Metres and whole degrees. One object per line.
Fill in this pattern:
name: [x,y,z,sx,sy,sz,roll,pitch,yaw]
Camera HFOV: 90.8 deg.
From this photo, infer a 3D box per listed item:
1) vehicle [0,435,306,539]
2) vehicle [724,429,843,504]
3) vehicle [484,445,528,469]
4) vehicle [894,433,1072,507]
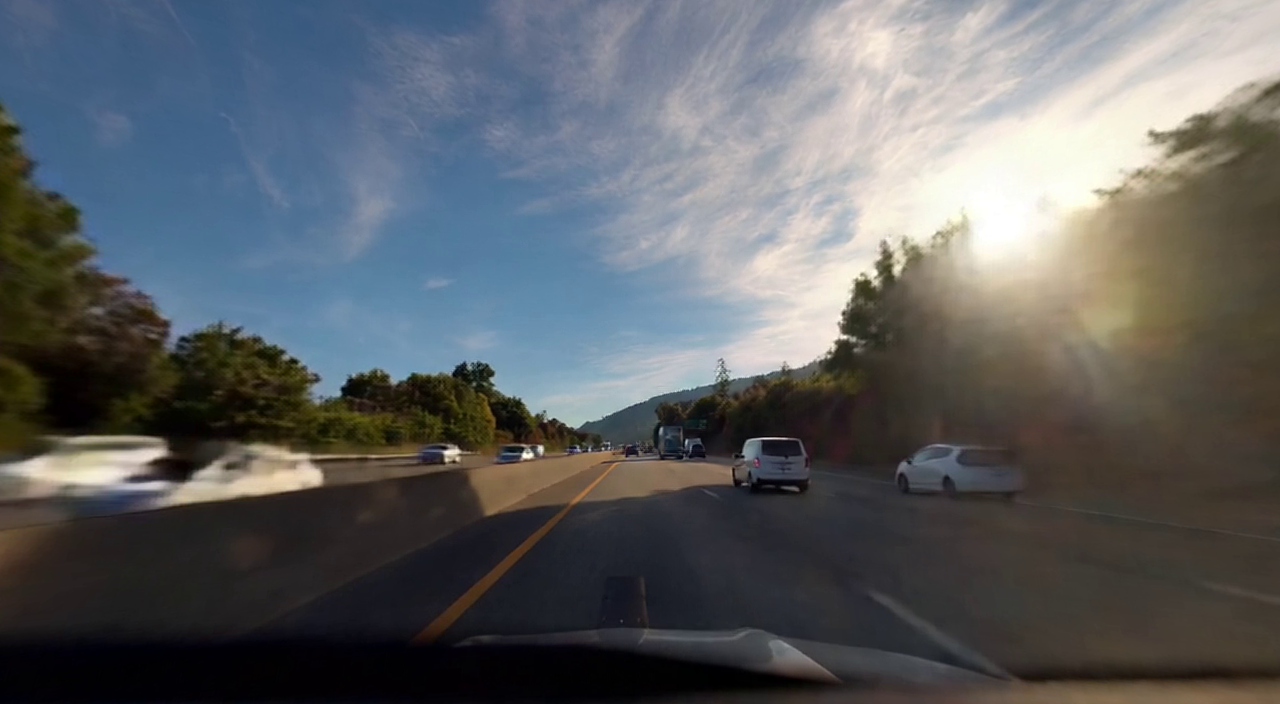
vehicle: [-8.338,2.296,11.417,2.015,1.467,4.629,0,-9,1]
vehicle: [3.711,3.059,17.277,2.070,1.751,4.576,0,-9,-1]
vehicle: [-8.578,6.763,40.826,1.896,1.478,4.403,0,-9,0]
vehicle: [8.636,2.996,16.476,2.018,1.636,4.510,0,-9,-1]
